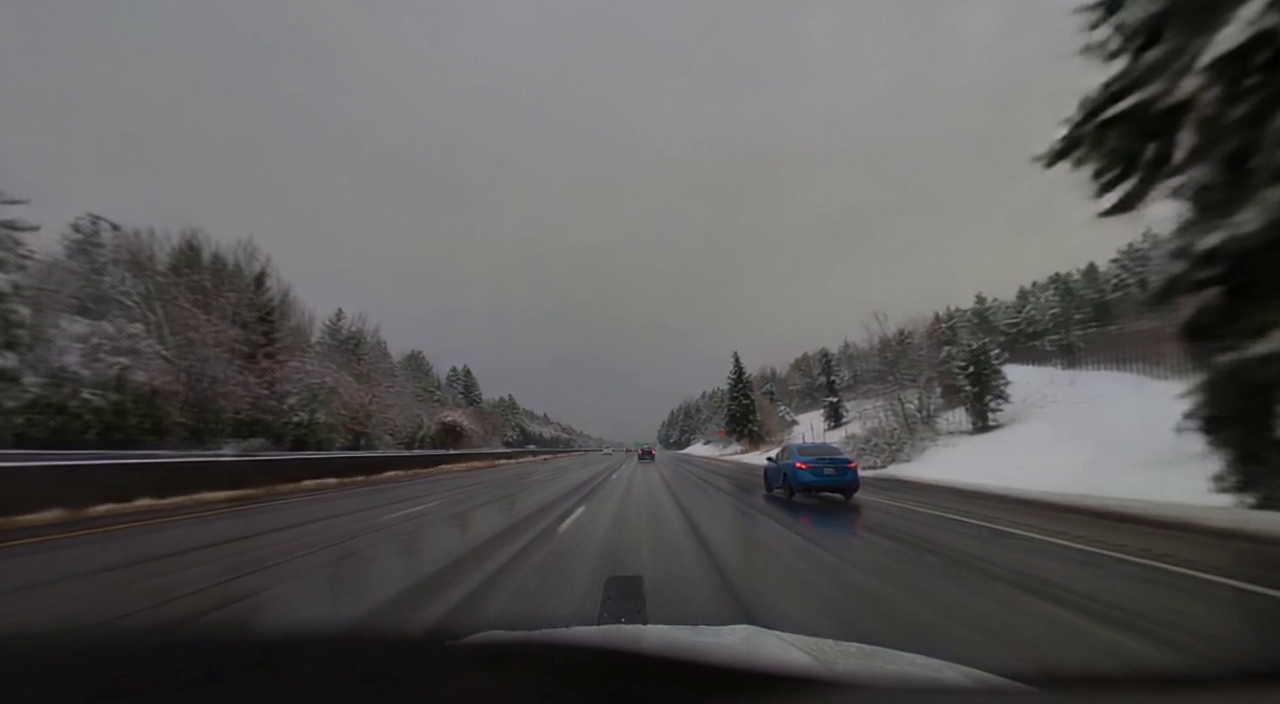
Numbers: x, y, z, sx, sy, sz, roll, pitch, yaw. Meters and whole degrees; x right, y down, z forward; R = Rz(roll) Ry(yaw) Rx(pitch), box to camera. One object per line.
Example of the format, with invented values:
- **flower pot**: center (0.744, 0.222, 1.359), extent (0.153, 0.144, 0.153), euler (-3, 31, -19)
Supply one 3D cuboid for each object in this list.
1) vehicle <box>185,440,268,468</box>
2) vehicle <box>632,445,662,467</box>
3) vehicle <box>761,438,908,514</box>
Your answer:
- **vehicle**: center (-24.848, 6.119, 37.936), extent (1.859, 1.533, 4.586), euler (-1, -9, 1)
- **vehicle**: center (0.475, 7.506, 45.498), extent (2.052, 1.449, 3.857), euler (0, -9, 0)
- **vehicle**: center (4.391, 2.859, 15.056), extent (2.008, 1.524, 4.598), euler (0, -9, -1)
